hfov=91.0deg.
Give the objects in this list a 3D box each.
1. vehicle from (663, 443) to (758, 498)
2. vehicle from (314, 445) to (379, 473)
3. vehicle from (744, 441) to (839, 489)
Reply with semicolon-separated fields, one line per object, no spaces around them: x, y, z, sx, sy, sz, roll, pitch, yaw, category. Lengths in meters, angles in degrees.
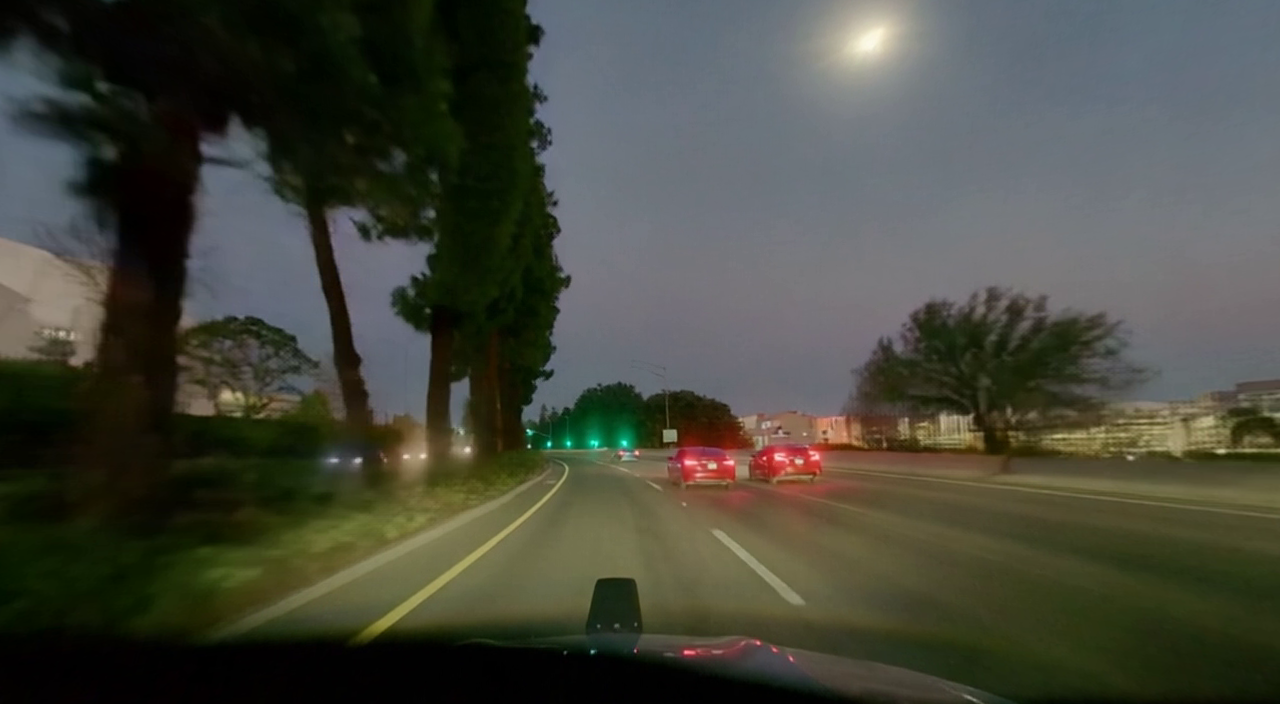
1.972;3.498;19.060;2.077;1.464;4.134;1;-8;-5;vehicle
-16.830;6.118;36.378;1.926;1.483;4.651;1;-9;-6;vehicle
5.129;3.882;21.957;1.901;1.474;4.363;1;-9;-5;vehicle
